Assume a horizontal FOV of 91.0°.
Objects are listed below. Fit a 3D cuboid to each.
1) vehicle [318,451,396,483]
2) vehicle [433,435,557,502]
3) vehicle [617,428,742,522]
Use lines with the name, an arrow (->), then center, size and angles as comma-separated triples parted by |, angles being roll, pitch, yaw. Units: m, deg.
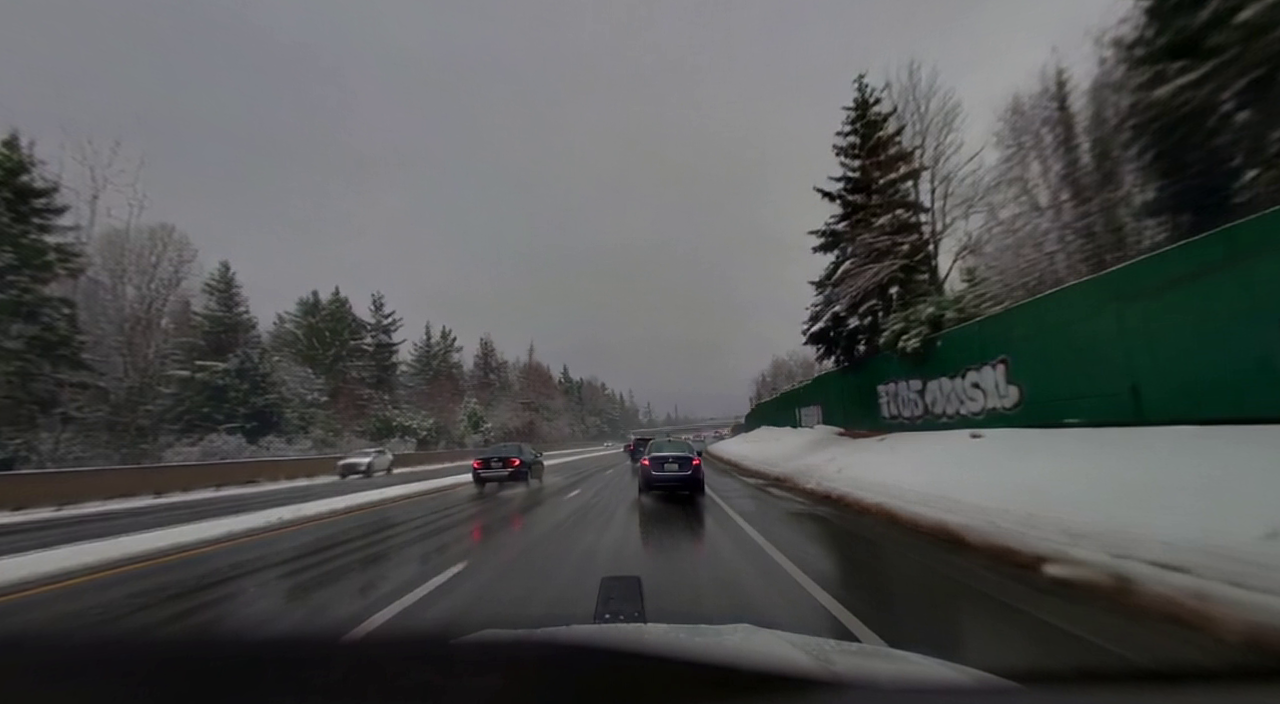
vehicle -> -14.614, 5.949, 32.814 | 1.993, 1.515, 4.243 | 0, -8, 2
vehicle -> -3.536, 2.923, 16.268 | 2.059, 1.471, 4.152 | 0, -8, 2
vehicle -> 0.686, 2.328, 12.441 | 2.077, 1.533, 3.854 | 0, -8, 1
